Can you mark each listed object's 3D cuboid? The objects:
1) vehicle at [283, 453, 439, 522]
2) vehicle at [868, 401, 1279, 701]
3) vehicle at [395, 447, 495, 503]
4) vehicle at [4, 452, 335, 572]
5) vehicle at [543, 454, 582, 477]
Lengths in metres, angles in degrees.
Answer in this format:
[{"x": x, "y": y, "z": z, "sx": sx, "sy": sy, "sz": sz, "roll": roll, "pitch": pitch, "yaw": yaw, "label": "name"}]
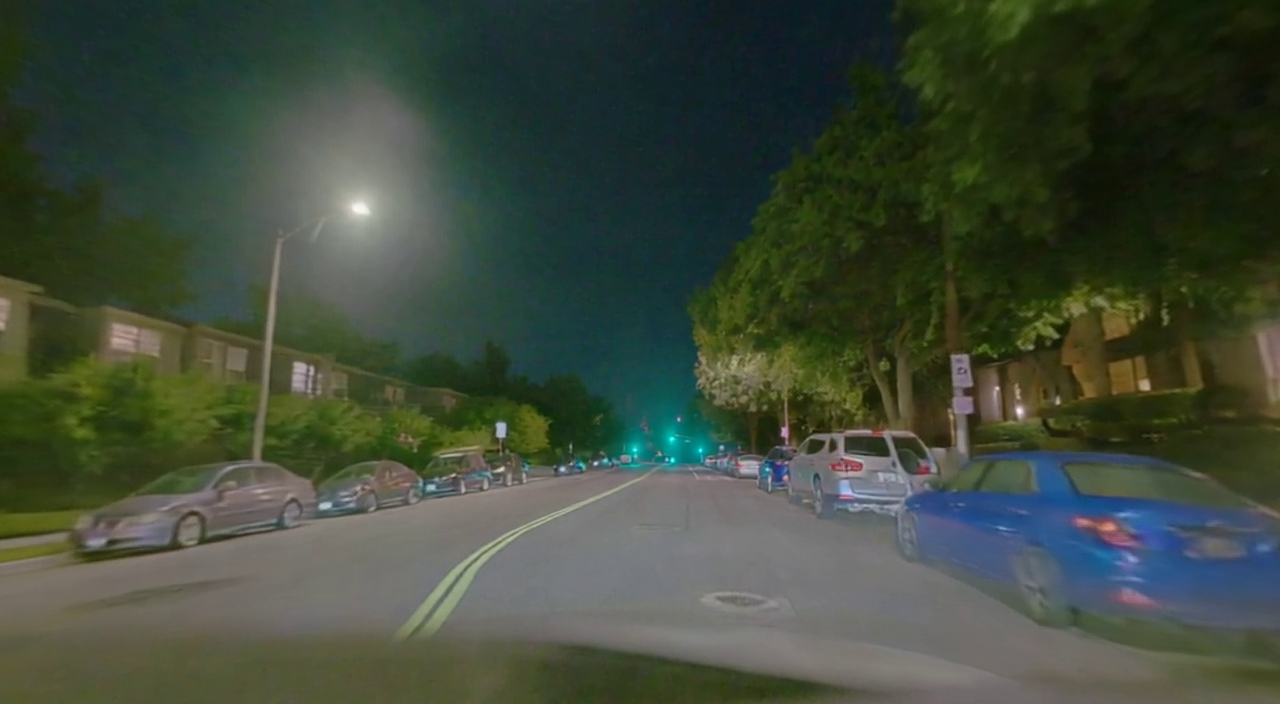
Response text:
[{"x": -7.132, "y": 3.467, "z": 16.742, "sx": 1.948, "sy": 1.477, "sz": 4.518, "roll": -2, "pitch": -9, "yaw": 2, "label": "vehicle"}, {"x": 4.113, "y": 1.524, "z": 6.137, "sx": 2.216, "sy": 1.779, "sz": 4.630, "roll": 0, "pitch": -8, "yaw": 2, "label": "vehicle"}, {"x": -6.814, "y": 4.315, "z": 22.651, "sx": 1.973, "sy": 1.755, "sz": 4.528, "roll": -1, "pitch": -8, "yaw": 3, "label": "vehicle"}, {"x": -7.361, "y": 2.493, "z": 10.704, "sx": 1.963, "sy": 1.470, "sz": 4.671, "roll": -2, "pitch": -9, "yaw": 1, "label": "vehicle"}, {"x": -5.433, "y": 8.006, "z": 44.658, "sx": 1.903, "sy": 1.463, "sz": 4.526, "roll": -2, "pitch": -8, "yaw": 4, "label": "vehicle"}]
